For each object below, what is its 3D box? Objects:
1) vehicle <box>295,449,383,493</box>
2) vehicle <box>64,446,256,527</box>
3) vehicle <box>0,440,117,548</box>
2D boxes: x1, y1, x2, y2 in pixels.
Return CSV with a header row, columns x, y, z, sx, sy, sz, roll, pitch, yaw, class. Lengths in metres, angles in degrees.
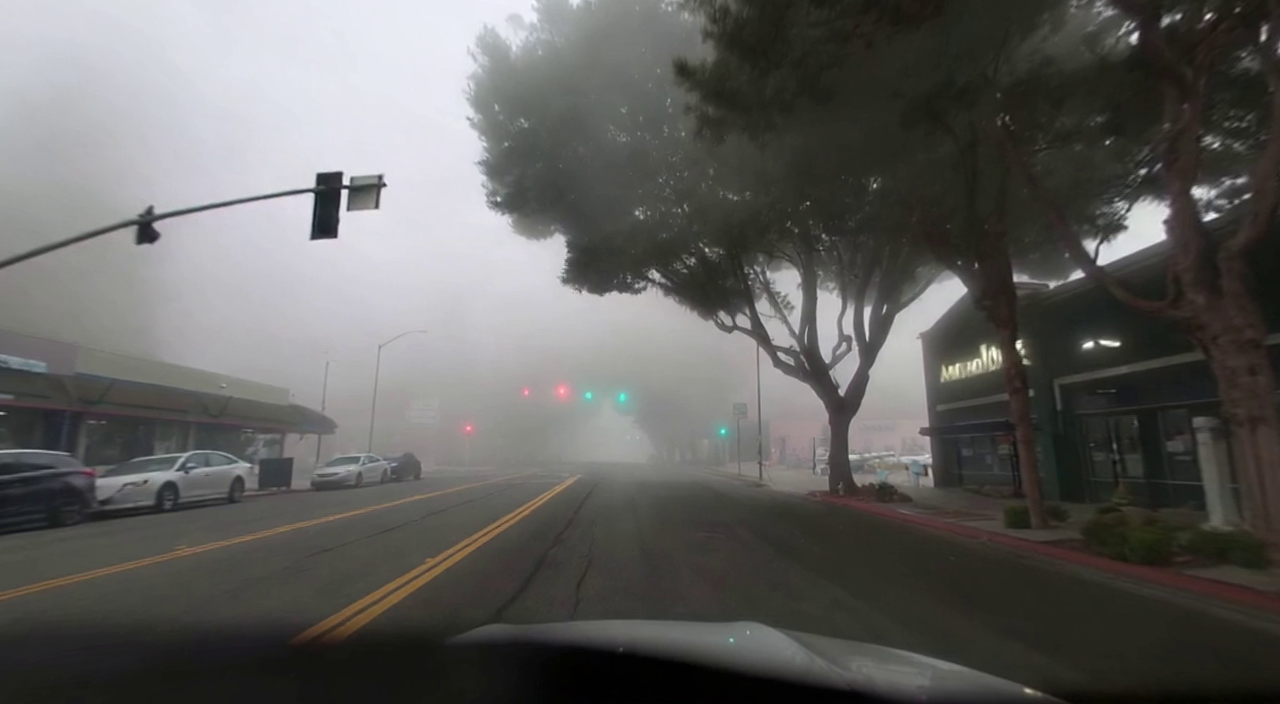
x,y,z,sx,sy,sz,roll,pitch,yaw,class
-12.542,4.940,26.481,1.923,1.706,3.802,0,-9,-3,vehicle
-11.967,3.332,16.124,1.894,1.630,4.083,-4,-9,-3,vehicle
-11.505,2.331,10.331,1.996,1.760,4.635,0,-9,-3,vehicle
